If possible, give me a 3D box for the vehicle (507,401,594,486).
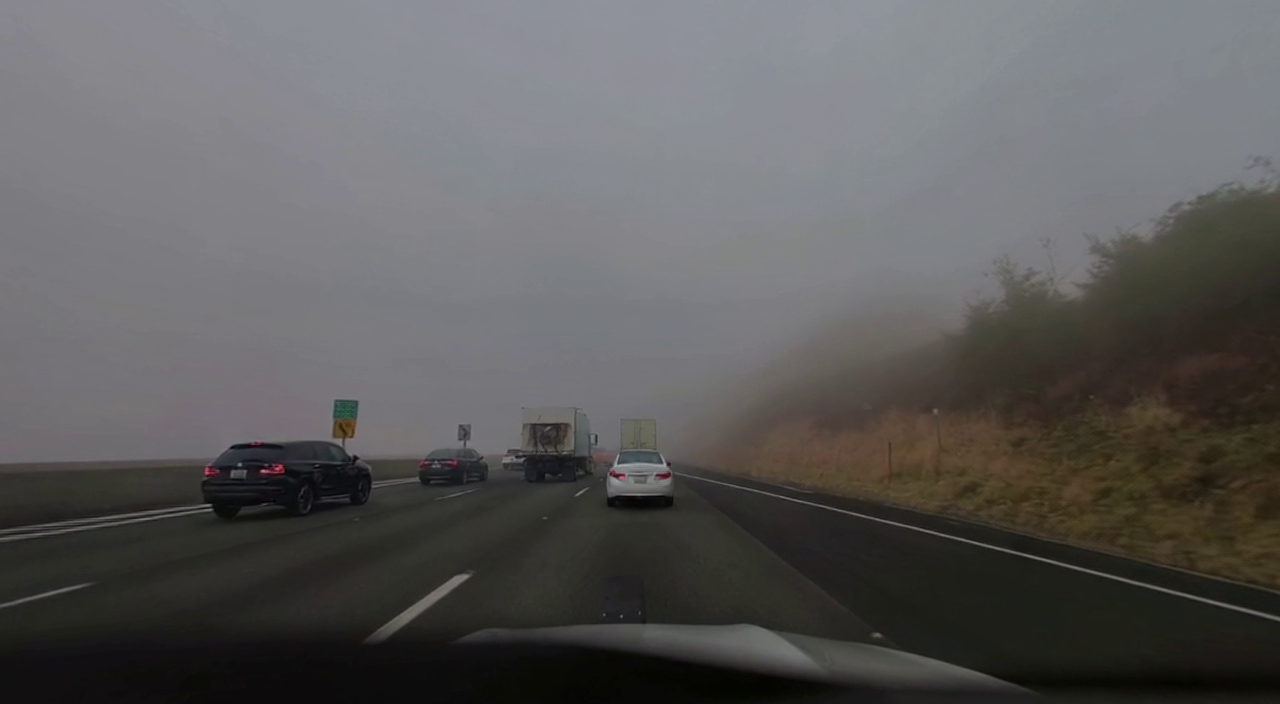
[{"bbox_3d":[-3.832,4.220,28.948,2.812,3.342,7.248,-1,-9,1],"label":"vehicle"}]

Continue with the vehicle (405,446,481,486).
[{"bbox_3d":[-8.079,4.689,26.218,1.880,1.512,3.758,-1,-9,1],"label":"vehicle"}]

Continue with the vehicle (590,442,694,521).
[{"bbox_3d":[0.017,2.774,13.981,1.995,1.495,3.380,0,-9,-1],"label":"vehicle"}]

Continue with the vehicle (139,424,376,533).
[{"bbox_3d":[-7.206,2.413,12.576,1.952,1.746,4.332,-1,-9,1],"label":"vehicle"}]

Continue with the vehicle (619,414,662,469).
[{"bbox_3d":[0.018,6.985,49.074,3.072,3.947,6.976,0,-9,0],"label":"vehicle"}]
